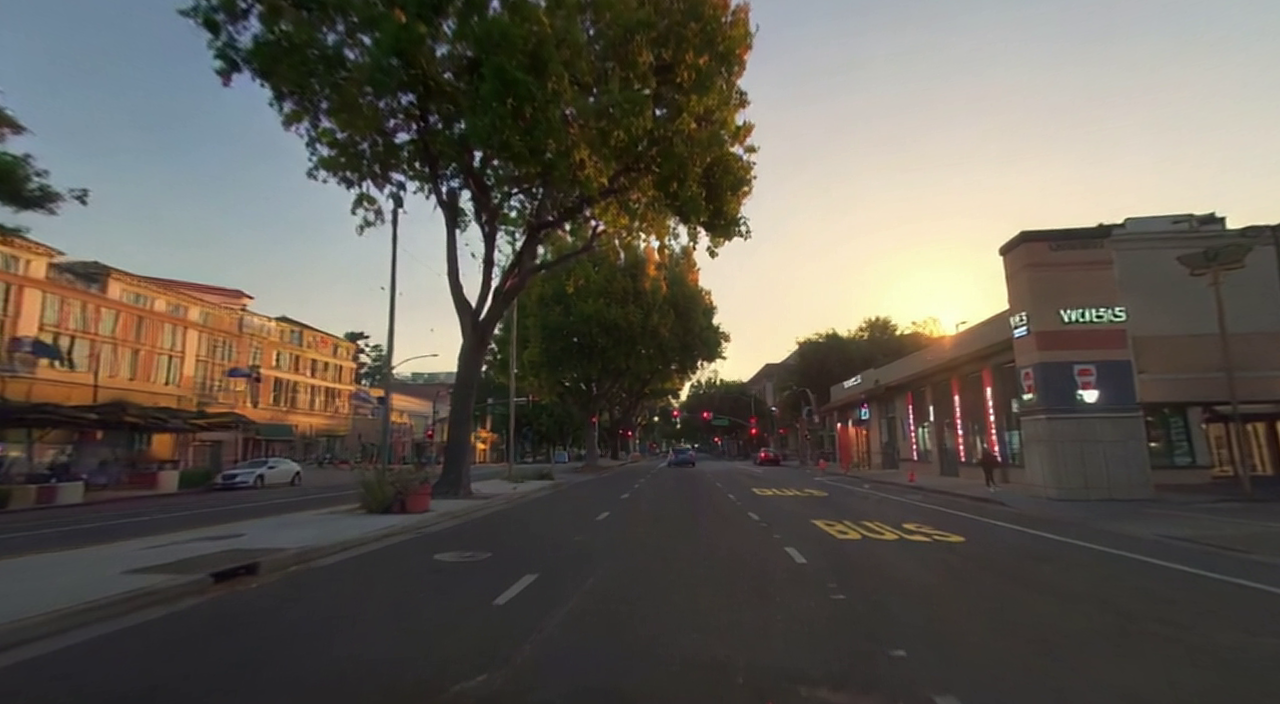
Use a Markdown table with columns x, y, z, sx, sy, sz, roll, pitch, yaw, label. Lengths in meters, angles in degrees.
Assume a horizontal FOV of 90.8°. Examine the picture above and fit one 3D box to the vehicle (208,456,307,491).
| x | y | z | sx | sy | sz | roll | pitch | yaw | label |
| --- | --- | --- | --- | --- | --- | --- | --- | --- | --- |
| -18.691 | 5.926 | 31.149 | 1.840 | 1.440 | 4.442 | -3 | -9 | 4 | vehicle |
